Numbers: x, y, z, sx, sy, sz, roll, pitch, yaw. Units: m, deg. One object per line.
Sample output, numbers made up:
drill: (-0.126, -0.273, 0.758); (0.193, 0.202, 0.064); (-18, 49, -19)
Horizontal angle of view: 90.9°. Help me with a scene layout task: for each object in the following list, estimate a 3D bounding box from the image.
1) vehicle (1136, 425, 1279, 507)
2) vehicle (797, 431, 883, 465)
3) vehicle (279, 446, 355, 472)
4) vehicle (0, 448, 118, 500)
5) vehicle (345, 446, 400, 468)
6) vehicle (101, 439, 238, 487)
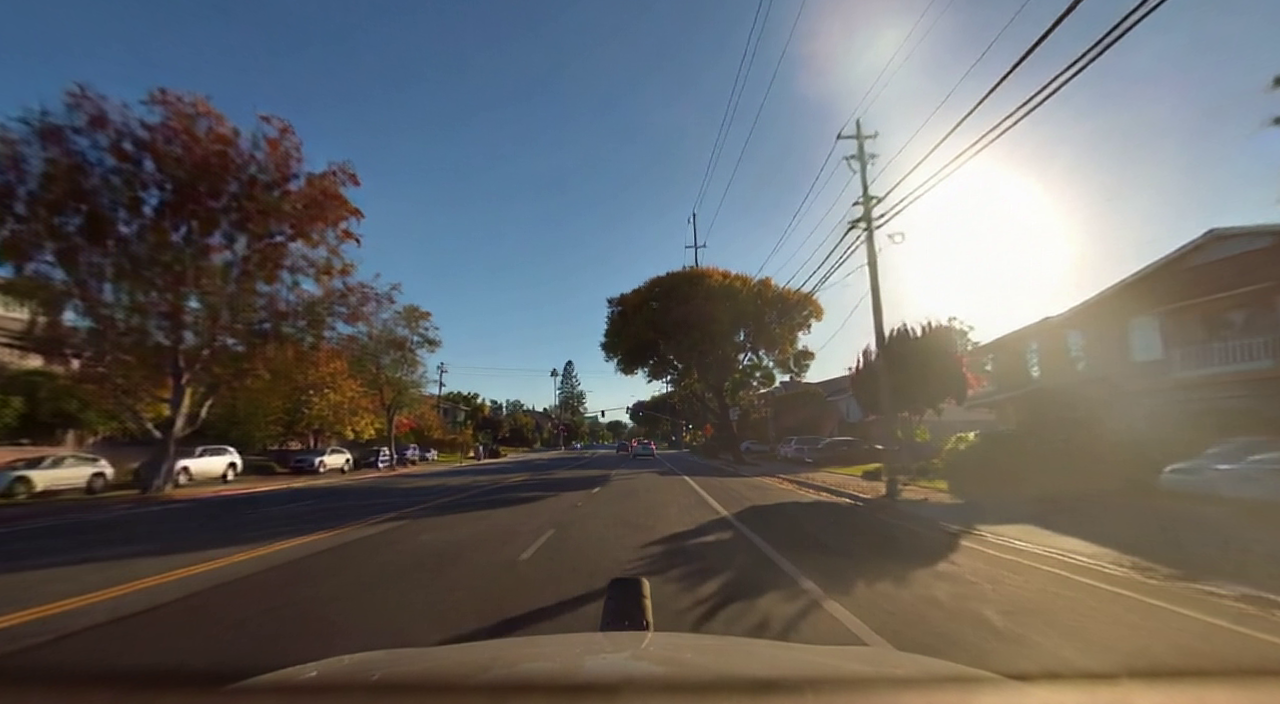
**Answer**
vehicle: (14.440, 2.591, 14.471); (4.514, 1.745, 1.815); (0, -9, -1)
vehicle: (11.994, 5.793, 38.086); (4.305, 1.997, 2.453); (0, -8, 0)
vehicle: (-20.257, 6.702, 39.765); (2.178, 1.484, 4.726); (0, -8, 2)
vehicle: (-20.406, 4.083, 21.540); (1.764, 1.570, 3.910); (0, -8, 0)
vehicle: (-19.956, 7.827, 47.256); (2.050, 1.501, 4.588); (0, -8, 1)
vehicle: (-20.465, 4.827, 27.775); (2.047, 1.898, 5.032); (0, -8, 1)
